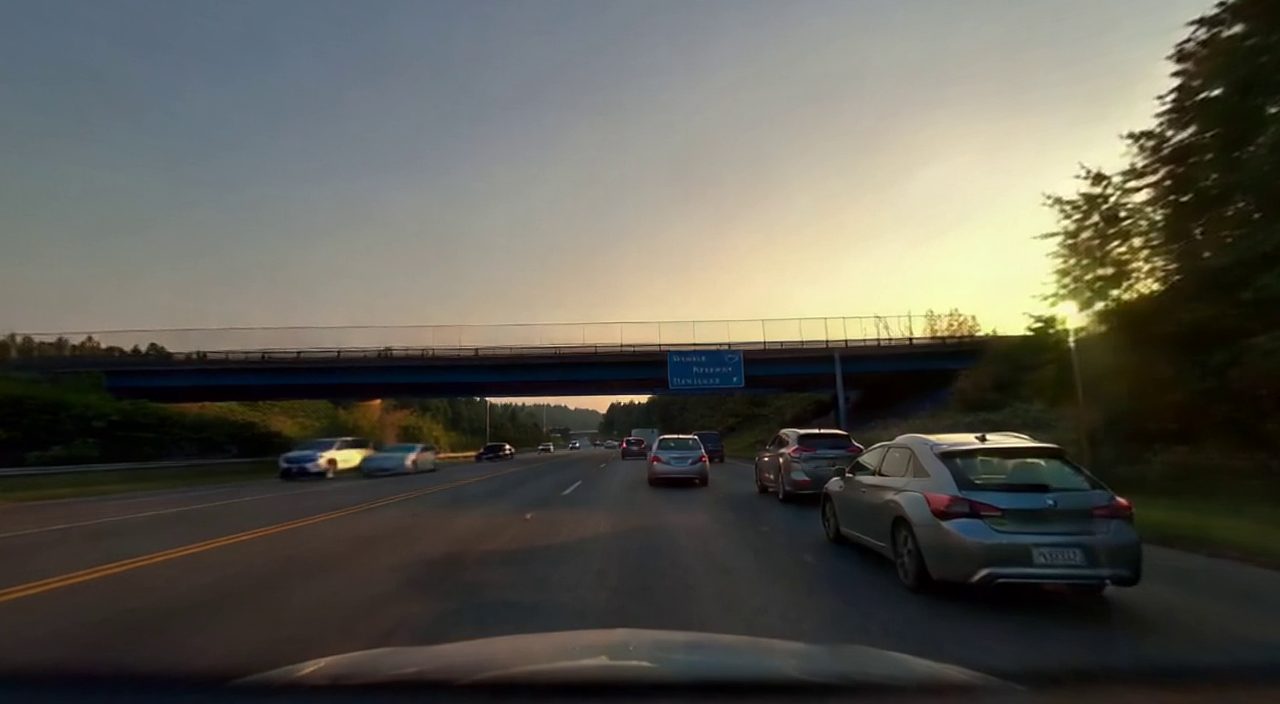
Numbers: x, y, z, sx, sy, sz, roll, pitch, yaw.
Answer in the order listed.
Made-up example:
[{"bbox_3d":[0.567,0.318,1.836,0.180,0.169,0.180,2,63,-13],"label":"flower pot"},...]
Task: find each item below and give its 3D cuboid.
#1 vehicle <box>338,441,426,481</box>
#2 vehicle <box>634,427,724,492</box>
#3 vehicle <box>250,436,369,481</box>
[{"bbox_3d":[-11.363,4.781,28.105,2.044,1.502,4.700,-3,-8,-1],"label":"vehicle"},{"bbox_3d":[0.991,3.058,18.264,2.092,1.636,4.024,0,-8,-4],"label":"vehicle"},{"bbox_3d":[-15.208,4.905,29.472,2.454,1.868,5.753,-1,-8,0],"label":"vehicle"}]
